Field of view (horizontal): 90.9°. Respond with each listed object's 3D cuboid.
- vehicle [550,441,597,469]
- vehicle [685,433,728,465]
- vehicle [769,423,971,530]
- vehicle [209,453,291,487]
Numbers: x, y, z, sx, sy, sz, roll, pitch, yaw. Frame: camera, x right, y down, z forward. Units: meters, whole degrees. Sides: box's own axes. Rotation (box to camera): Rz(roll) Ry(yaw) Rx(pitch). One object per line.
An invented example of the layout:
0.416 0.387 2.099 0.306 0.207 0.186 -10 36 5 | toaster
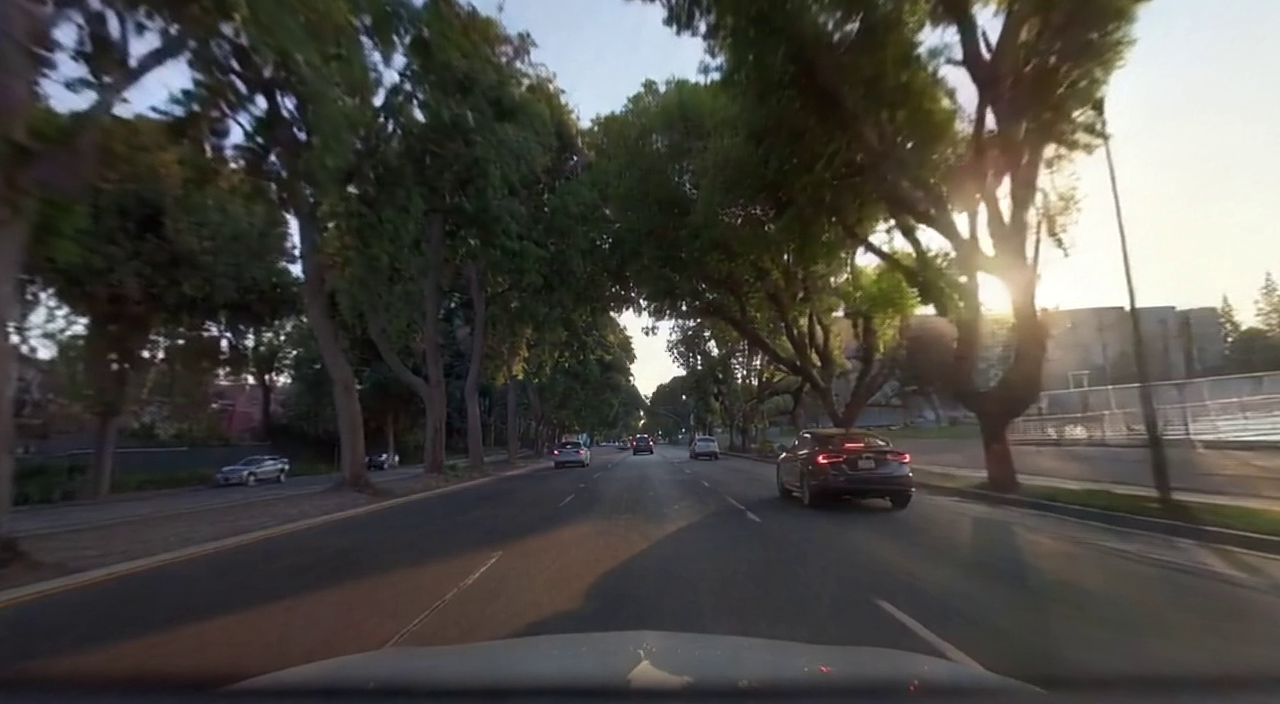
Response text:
-3.460 5.447 33.503 2.013 1.354 3.908 0 -8 1 | vehicle
3.815 5.683 37.028 1.980 1.709 4.367 0 -8 -1 | vehicle
3.700 2.078 11.091 1.919 1.502 4.232 0 -8 -1 | vehicle
-22.578 6.797 36.718 1.959 1.733 4.681 0 -8 -3 | vehicle
